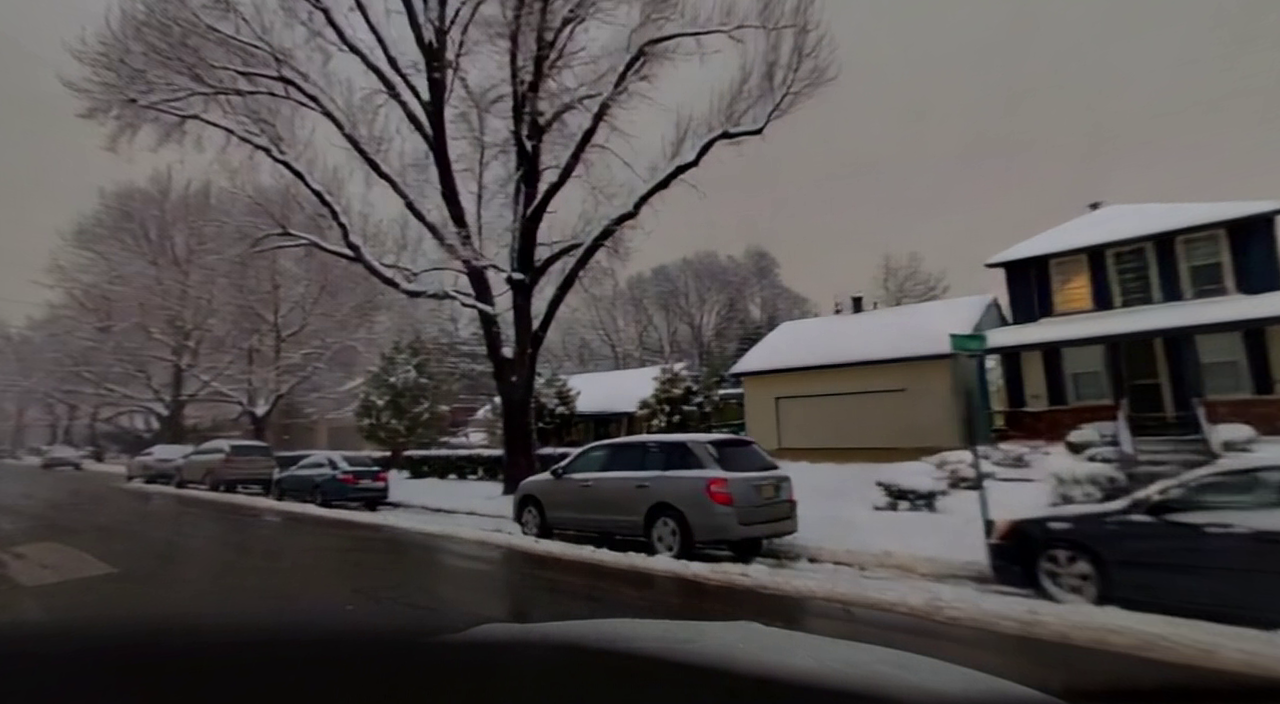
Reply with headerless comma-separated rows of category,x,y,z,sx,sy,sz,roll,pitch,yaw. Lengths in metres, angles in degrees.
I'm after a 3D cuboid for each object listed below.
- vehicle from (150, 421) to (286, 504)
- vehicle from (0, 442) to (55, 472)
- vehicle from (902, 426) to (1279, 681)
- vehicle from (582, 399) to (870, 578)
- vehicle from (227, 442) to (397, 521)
vehicle,-12.920,3.213,19.149,4.893,2.129,1.993,-4,-9,40
vehicle,-47.685,8.100,48.923,4.962,2.038,2.191,-5,-10,38
vehicle,4.677,1.279,4.177,5.075,1.436,1.863,-4,-9,40
vehicle,1.505,1.845,9.434,2.046,1.969,4.585,-7,-11,40
vehicle,-7.861,2.933,14.917,4.476,1.442,1.828,-4,-9,39
